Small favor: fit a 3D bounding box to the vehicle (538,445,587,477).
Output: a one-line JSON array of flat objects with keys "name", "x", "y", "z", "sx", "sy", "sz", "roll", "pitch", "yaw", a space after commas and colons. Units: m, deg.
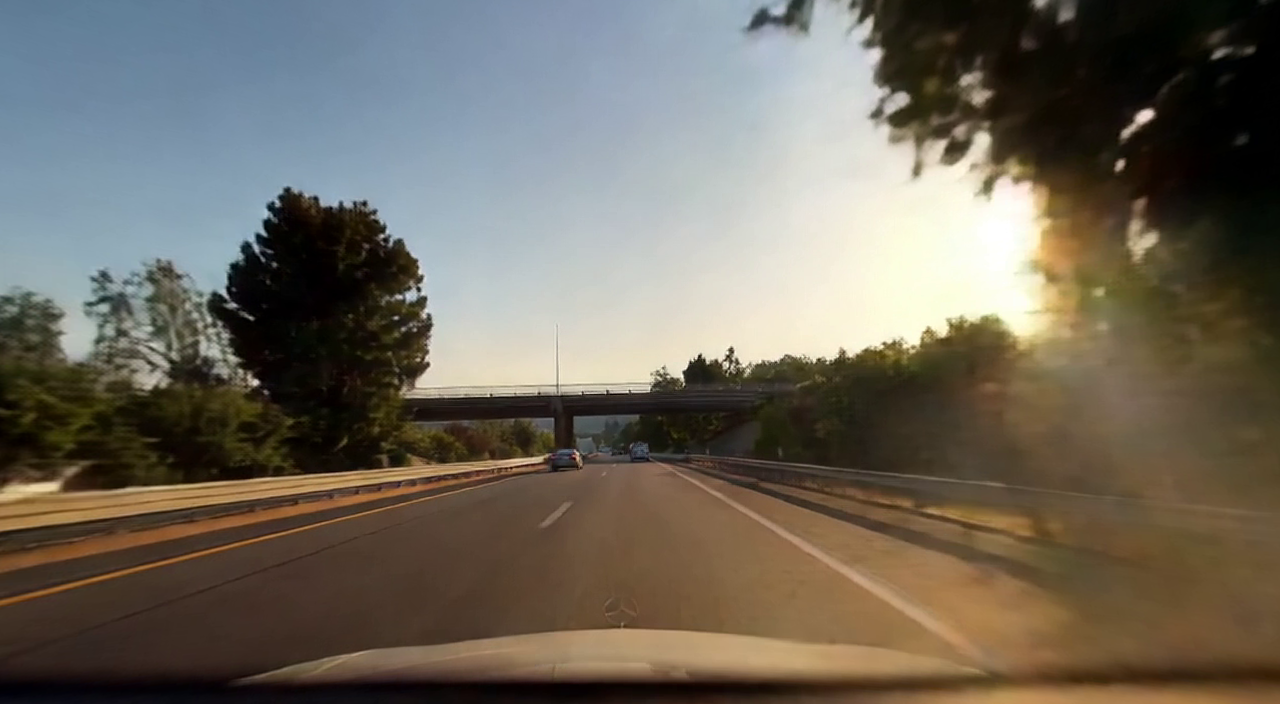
[{"name": "vehicle", "x": -4.176, "y": 5.917, "z": 34.601, "sx": 2.076, "sy": 1.637, "sz": 4.526, "roll": 0, "pitch": -9, "yaw": 0}]
